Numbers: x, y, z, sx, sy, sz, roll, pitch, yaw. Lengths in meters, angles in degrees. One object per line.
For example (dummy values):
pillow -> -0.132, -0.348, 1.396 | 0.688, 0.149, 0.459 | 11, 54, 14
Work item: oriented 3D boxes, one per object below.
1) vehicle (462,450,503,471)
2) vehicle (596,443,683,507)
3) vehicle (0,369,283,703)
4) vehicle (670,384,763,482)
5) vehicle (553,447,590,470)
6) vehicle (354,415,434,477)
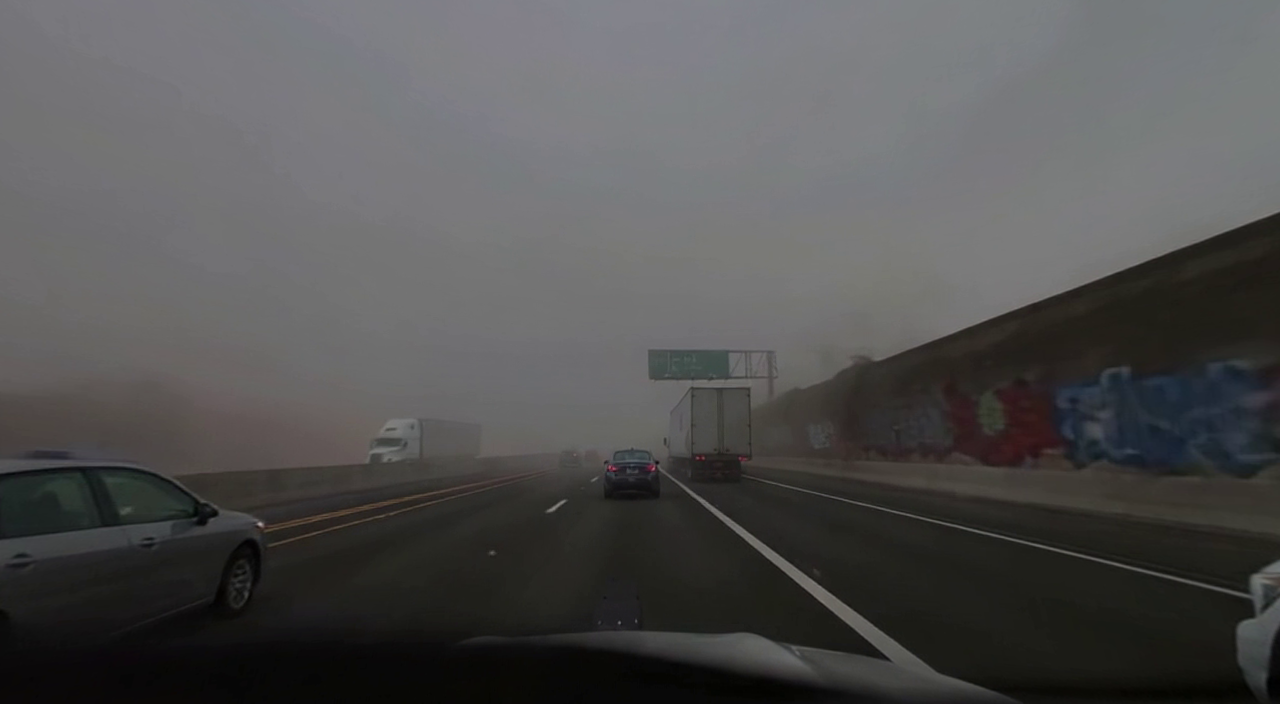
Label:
vehicle -> -12.121, 8.383, 48.636 | 1.985, 1.486, 4.568 | -1, -9, 0
vehicle -> -0.070, 3.169, 16.702 | 2.033, 1.468, 4.015 | 0, -9, -2
vehicle -> -4.336, 1.008, 3.466 | 1.988, 1.750, 4.711 | 0, -9, -1
vehicle -> 3.459, 4.394, 33.074 | 2.902, 4.014, 14.446 | 0, -9, -1
vehicle -> -4.745, 7.437, 44.047 | 2.067, 1.481, 4.085 | -1, -9, 1
vehicle -> -16.638, 6.413, 43.009 | 3.007, 3.926, 5.826 | 0, -9, -1
